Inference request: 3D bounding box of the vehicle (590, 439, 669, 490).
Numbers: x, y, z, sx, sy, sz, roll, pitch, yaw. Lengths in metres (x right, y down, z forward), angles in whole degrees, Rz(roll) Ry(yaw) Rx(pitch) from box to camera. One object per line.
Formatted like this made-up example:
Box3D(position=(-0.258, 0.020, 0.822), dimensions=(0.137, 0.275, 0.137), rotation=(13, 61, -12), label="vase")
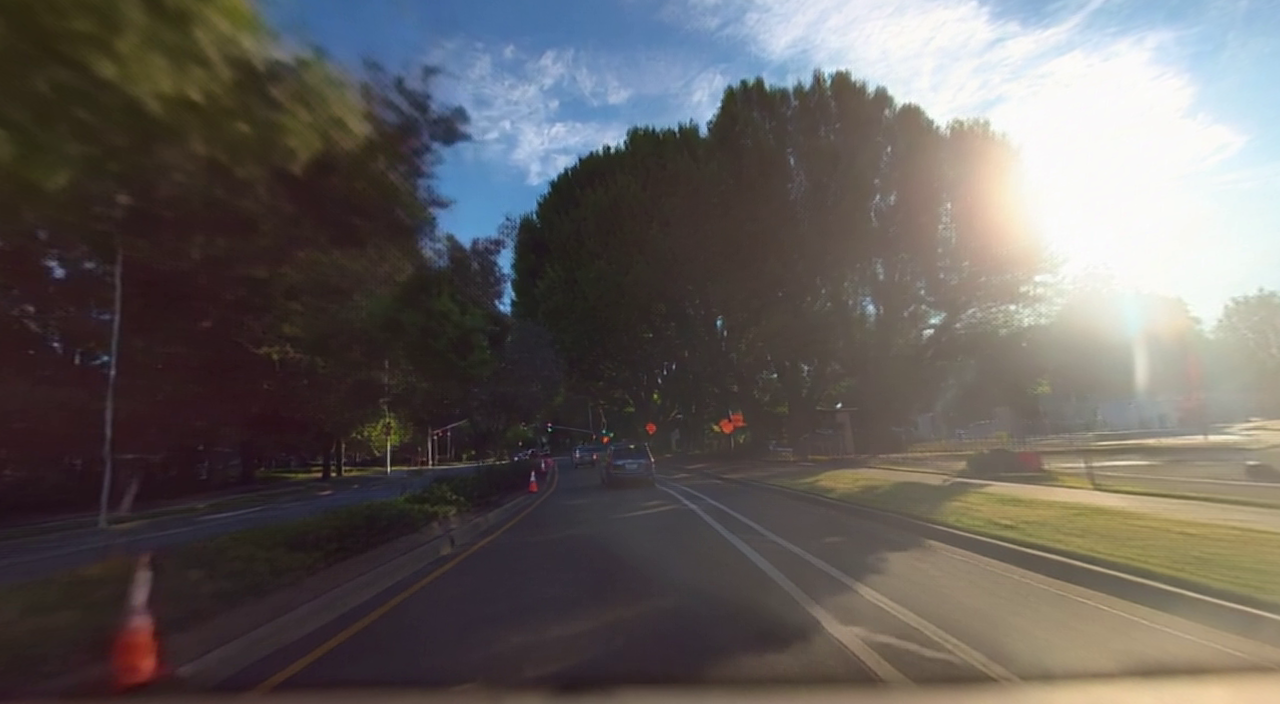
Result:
Box3D(position=(-0.487, 3.735, 21.378), dimensions=(2.266, 1.508, 4.430), rotation=(1, -9, -6), label="vehicle")
